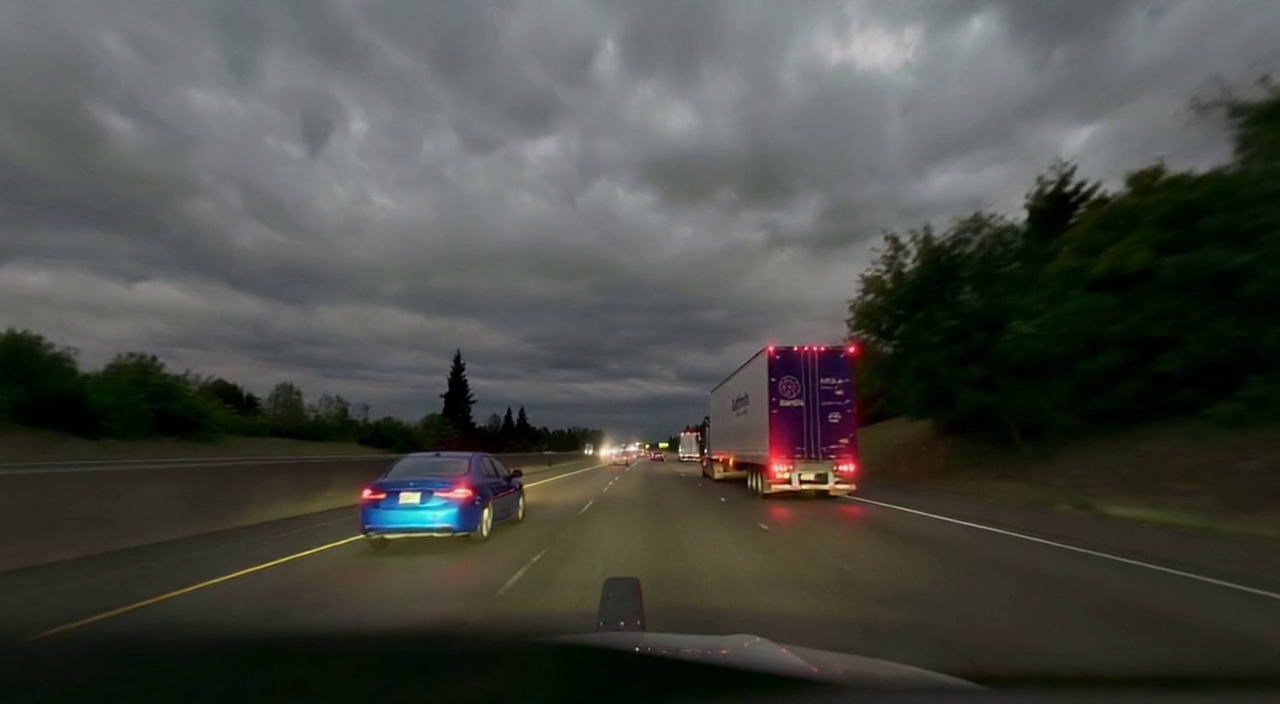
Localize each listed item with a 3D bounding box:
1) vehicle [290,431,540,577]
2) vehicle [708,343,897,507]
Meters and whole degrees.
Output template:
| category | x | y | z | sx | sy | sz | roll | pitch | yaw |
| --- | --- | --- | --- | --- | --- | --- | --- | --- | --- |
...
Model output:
| category | x | y | z | sx | sy | sz | roll | pitch | yaw |
| --- | --- | --- | --- | --- | --- | --- | --- | --- | --- |
| vehicle | -2.833 | 2.024 | 9.190 | 1.960 | 1.579 | 4.384 | 0 | -9 | 1 |
| vehicle | 4.634 | 2.804 | 22.069 | 2.858 | 3.952 | 13.731 | 0 | -9 | 0 |
